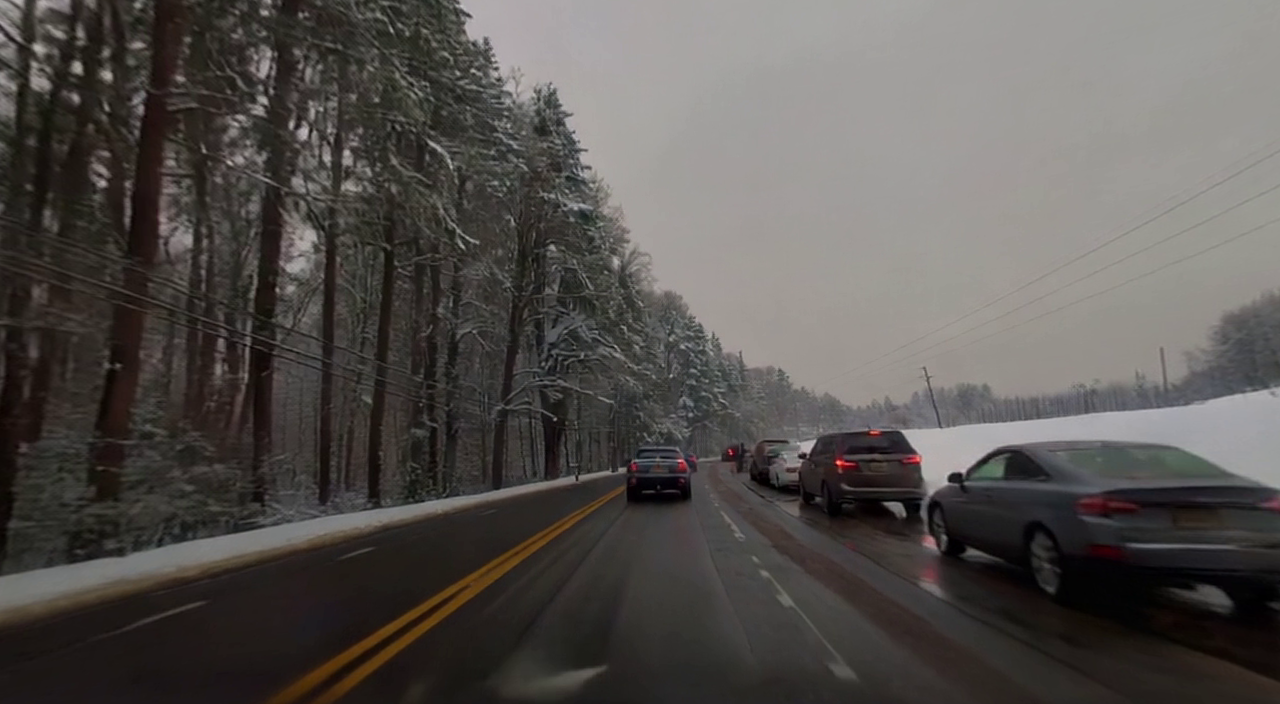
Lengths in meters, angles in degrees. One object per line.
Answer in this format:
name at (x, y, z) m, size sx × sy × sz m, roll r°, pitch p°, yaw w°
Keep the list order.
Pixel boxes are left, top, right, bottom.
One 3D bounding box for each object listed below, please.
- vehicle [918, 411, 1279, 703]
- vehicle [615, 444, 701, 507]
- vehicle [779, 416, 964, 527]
vehicle at (4.119, 1.280, 4.754) m, size 1.992 × 1.469 × 4.823 m, roll 0°, pitch -8°, yaw 2°
vehicle at (0.504, 3.293, 17.367) m, size 2.078 × 1.521 × 4.058 m, roll 0°, pitch -8°, yaw 2°
vehicle at (4.322, 2.306, 12.773) m, size 2.066 × 1.804 × 4.751 m, roll 0°, pitch -8°, yaw 2°
